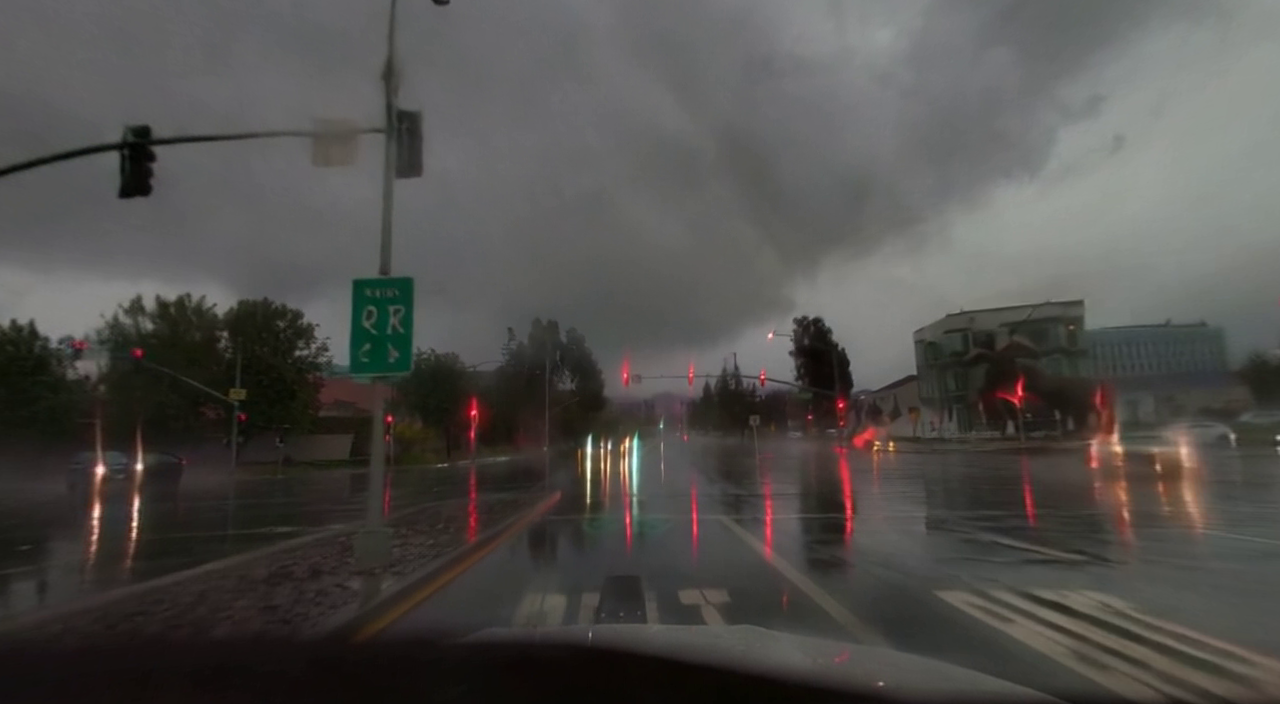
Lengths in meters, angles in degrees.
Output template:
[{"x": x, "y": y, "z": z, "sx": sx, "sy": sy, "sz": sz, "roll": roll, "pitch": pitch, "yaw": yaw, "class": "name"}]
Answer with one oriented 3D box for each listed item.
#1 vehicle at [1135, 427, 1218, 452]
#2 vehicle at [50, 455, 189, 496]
[{"x": 40.200, "y": 6.614, "z": 47.536, "sx": 2.173, "sy": 1.751, "sz": 4.931, "roll": -1, "pitch": -8, "yaw": 5, "class": "vehicle"}, {"x": -24.428, "y": 5.775, "z": 29.745, "sx": 4.706, "sy": 1.734, "sz": 2.253, "roll": -1, "pitch": -8, "yaw": 6, "class": "vehicle"}]
